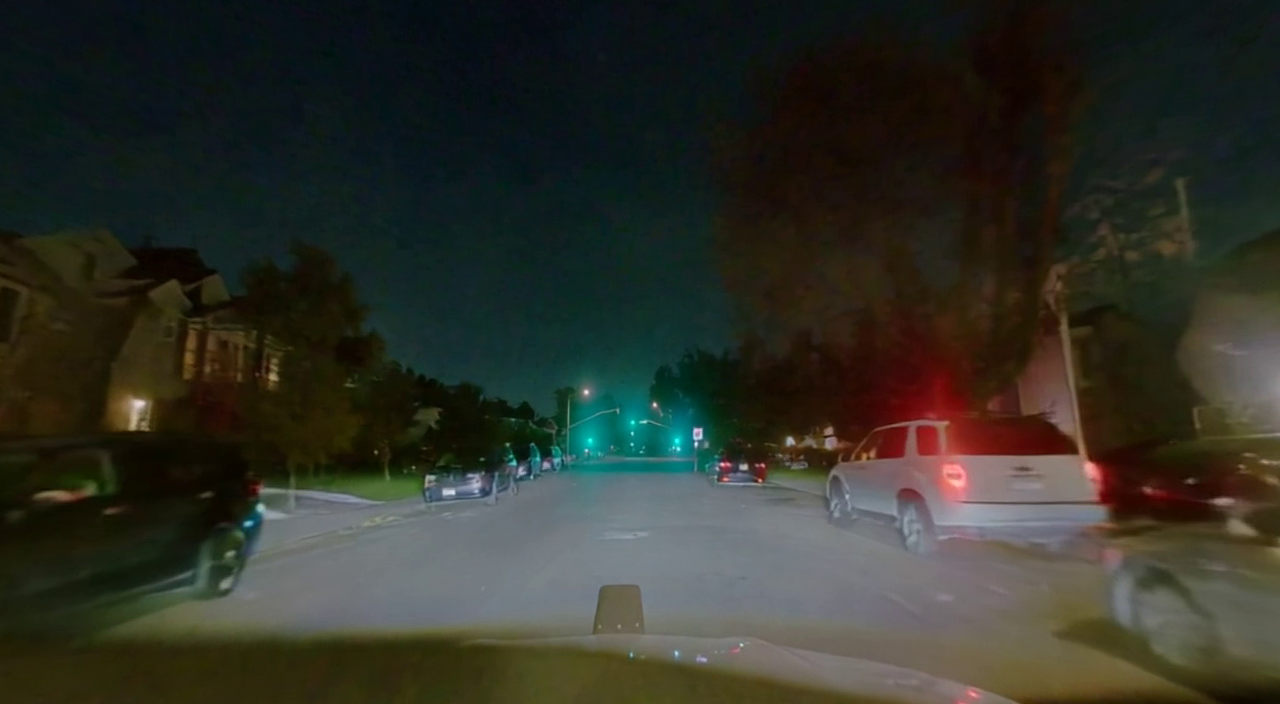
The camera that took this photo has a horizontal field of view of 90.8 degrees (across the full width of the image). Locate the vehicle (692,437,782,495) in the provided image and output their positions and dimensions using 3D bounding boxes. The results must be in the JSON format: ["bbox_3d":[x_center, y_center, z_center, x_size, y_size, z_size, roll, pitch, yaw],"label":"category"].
[{"bbox_3d":[3.595,4.331,24.710,2.415,1.963,5.688,0,-8,-2],"label":"vehicle"}]

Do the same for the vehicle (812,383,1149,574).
[{"bbox_3d":[4.957,1.954,10.618,2.384,2.317,5.579,0,-8,-1],"label":"vehicle"}]

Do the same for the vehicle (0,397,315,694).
[{"bbox_3d":[-5.018,1.443,5.254,2.022,1.822,5.002,-1,-9,-1],"label":"vehicle"}]

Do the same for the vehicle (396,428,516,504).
[{"bbox_3d":[-4.968,3.187,17.794,2.035,1.822,4.348,0,-10,0],"label":"vehicle"}]

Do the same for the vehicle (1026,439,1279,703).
[{"bbox_3d":[4.193,1.129,2.588,1.850,1.516,5.066,0,-8,-3],"label":"vehicle"}]
